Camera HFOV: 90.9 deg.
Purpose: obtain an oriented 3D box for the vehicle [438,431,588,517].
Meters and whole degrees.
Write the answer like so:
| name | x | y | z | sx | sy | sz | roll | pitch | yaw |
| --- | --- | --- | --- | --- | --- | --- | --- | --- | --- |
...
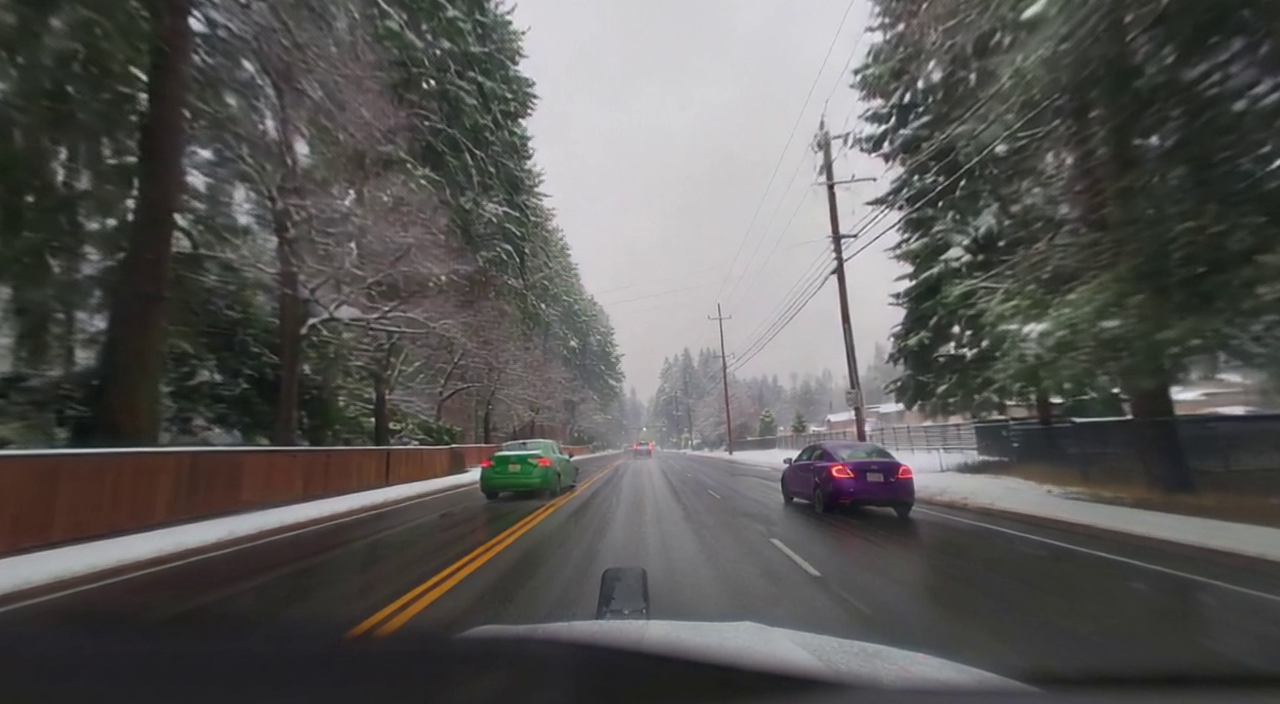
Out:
| name | x | y | z | sx | sy | sz | roll | pitch | yaw |
| --- | --- | --- | --- | --- | --- | --- | --- | --- | --- |
| vehicle | -2.548 | 2.586 | 14.008 | 2.206 | 1.525 | 4.695 | -1 | -8 | 2 |

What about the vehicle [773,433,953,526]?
| name | x | y | z | sx | sy | sz | roll | pitch | yaw |
| --- | --- | --- | --- | --- | --- | --- | --- | --- | --- |
| vehicle | 4.162 | 2.418 | 12.694 | 1.943 | 1.471 | 4.515 | -1 | -8 | 0 |
